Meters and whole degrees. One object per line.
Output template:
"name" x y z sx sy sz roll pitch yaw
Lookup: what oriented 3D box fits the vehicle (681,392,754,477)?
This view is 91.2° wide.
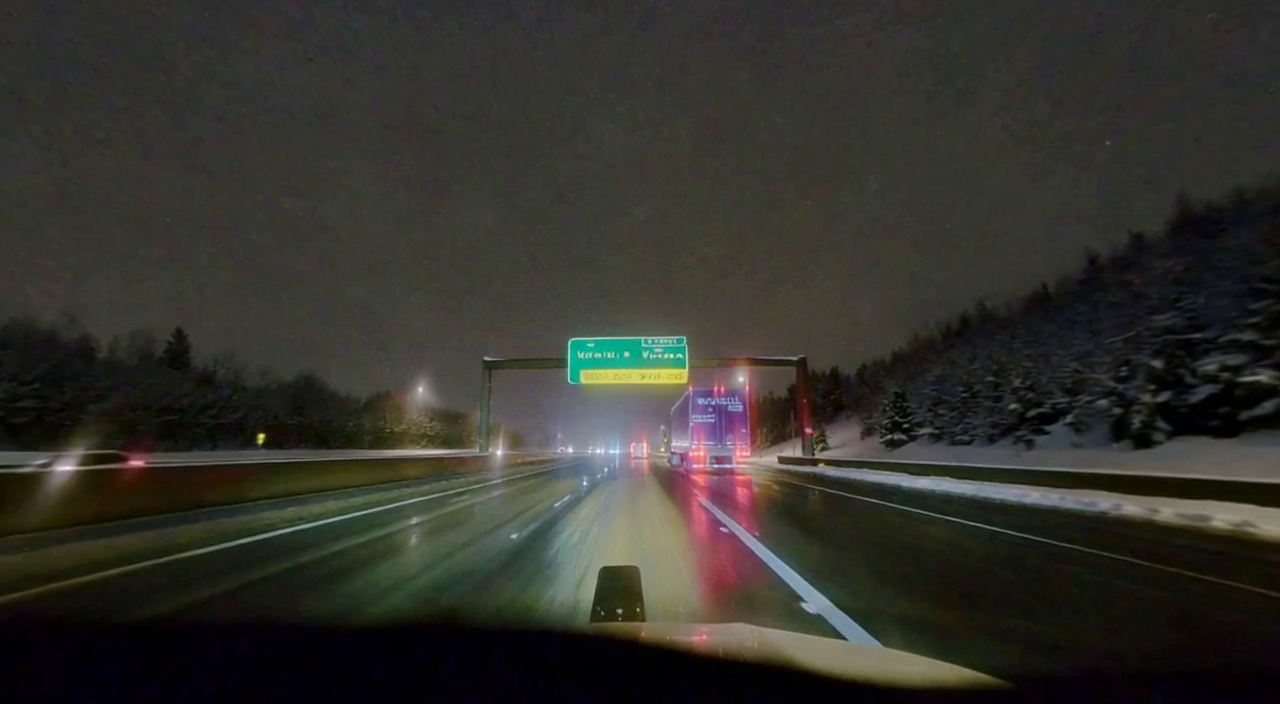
"vehicle" 3.959 4.575 34.154 2.869 4.013 8.610 0 -9 0

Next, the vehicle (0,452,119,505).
"vehicle" -19.070 3.876 19.623 1.807 1.478 4.323 0 -9 -1
